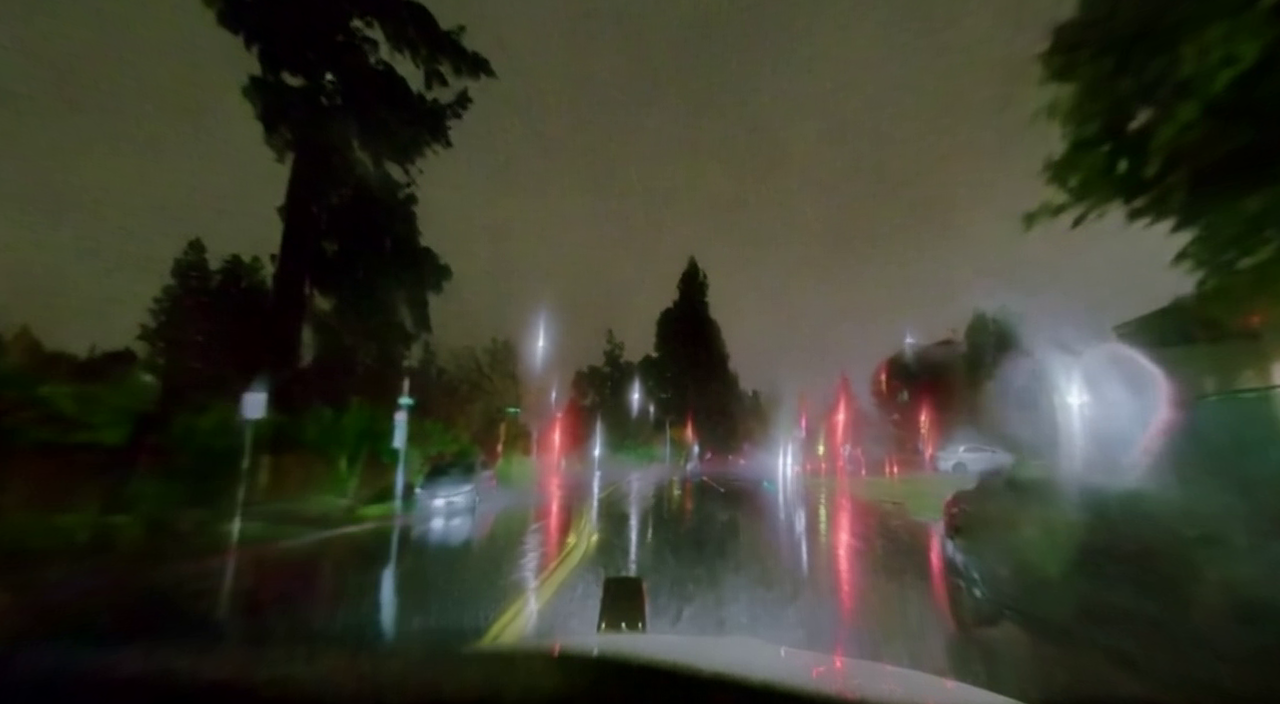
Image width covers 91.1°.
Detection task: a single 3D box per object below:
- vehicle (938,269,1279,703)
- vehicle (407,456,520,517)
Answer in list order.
[{"bbox_3d":[4.205,0.959,3.492,2.624,2.227,5.508,3,-11,3],"label":"vehicle"},{"bbox_3d":[-5.083,3.910,18.751,2.033,1.456,4.370,-3,-9,2],"label":"vehicle"}]
